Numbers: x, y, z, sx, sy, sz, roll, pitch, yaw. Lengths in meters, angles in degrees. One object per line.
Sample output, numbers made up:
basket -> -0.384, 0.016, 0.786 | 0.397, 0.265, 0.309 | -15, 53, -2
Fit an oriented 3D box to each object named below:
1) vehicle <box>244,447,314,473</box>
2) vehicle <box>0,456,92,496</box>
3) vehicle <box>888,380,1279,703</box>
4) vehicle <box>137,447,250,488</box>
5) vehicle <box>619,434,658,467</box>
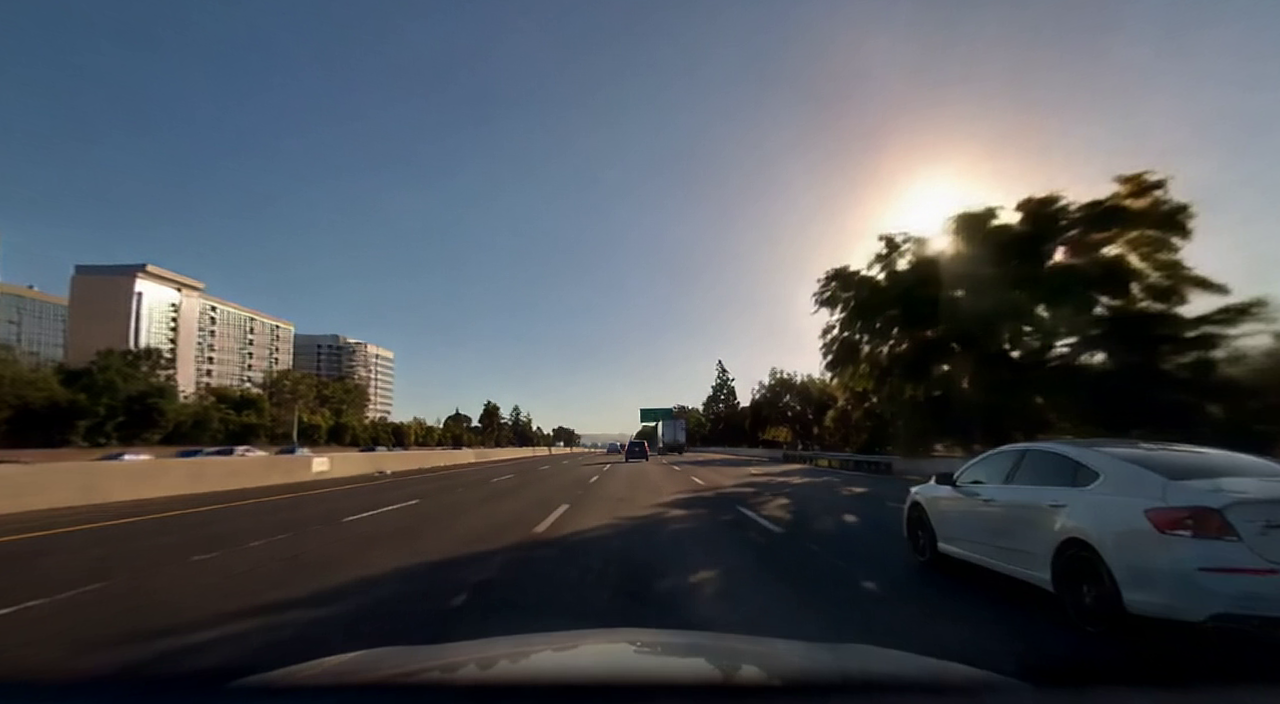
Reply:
vehicle -> -24.878, 7.440, 43.722 | 1.970, 1.642, 4.831 | 0, -8, 0
vehicle -> -25.627, 5.092, 26.154 | 1.848, 1.467, 4.495 | 0, -8, 0
vehicle -> 3.732, 1.217, 4.706 | 1.950, 1.596, 4.326 | 0, -8, -1
vehicle -> -17.871, 4.602, 25.513 | 1.796, 1.505, 3.726 | 0, -8, 0
vehicle -> -0.107, 6.184, 39.787 | 2.297, 1.912, 4.355 | 0, -8, 0
